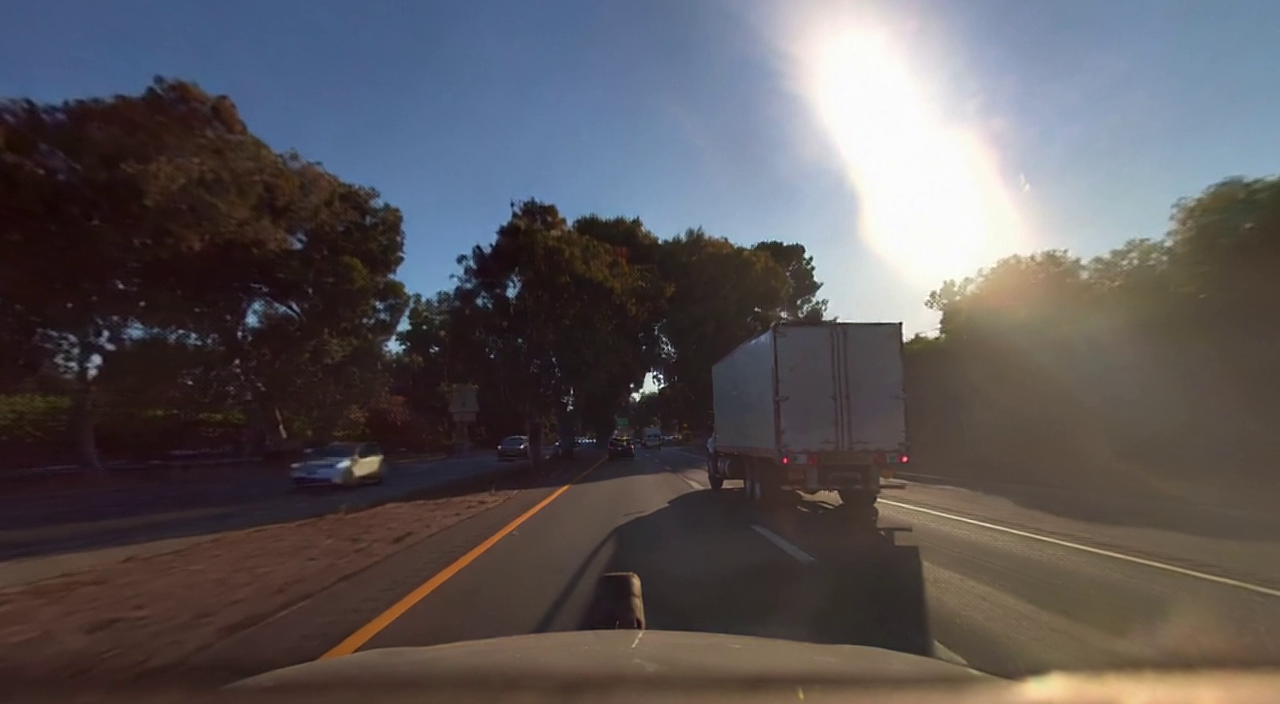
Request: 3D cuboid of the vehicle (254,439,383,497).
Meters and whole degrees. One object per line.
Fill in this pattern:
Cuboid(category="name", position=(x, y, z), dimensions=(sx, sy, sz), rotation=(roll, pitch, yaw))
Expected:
Cuboid(category="vehicle", position=(-9.927, 3.564, 19.879), dimensions=(1.963, 1.573, 3.985), rotation=(0, -7, -1))

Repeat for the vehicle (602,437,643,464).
Cuboid(category="vehicle", position=(-1.025, 5.684, 36.732), dimensions=(2.259, 1.466, 3.693), rotation=(0, -7, -1))

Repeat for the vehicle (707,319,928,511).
Cuboid(category="vehicle", position=(3.667, 1.663, 15.686), dimensions=(2.921, 3.526, 8.207), rotation=(0, -7, -1))

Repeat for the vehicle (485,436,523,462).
Cuboid(category="vehicle", position=(-9.875, 7.040, 46.058), dimensions=(1.985, 1.746, 3.918), rotation=(0, -7, -1))
